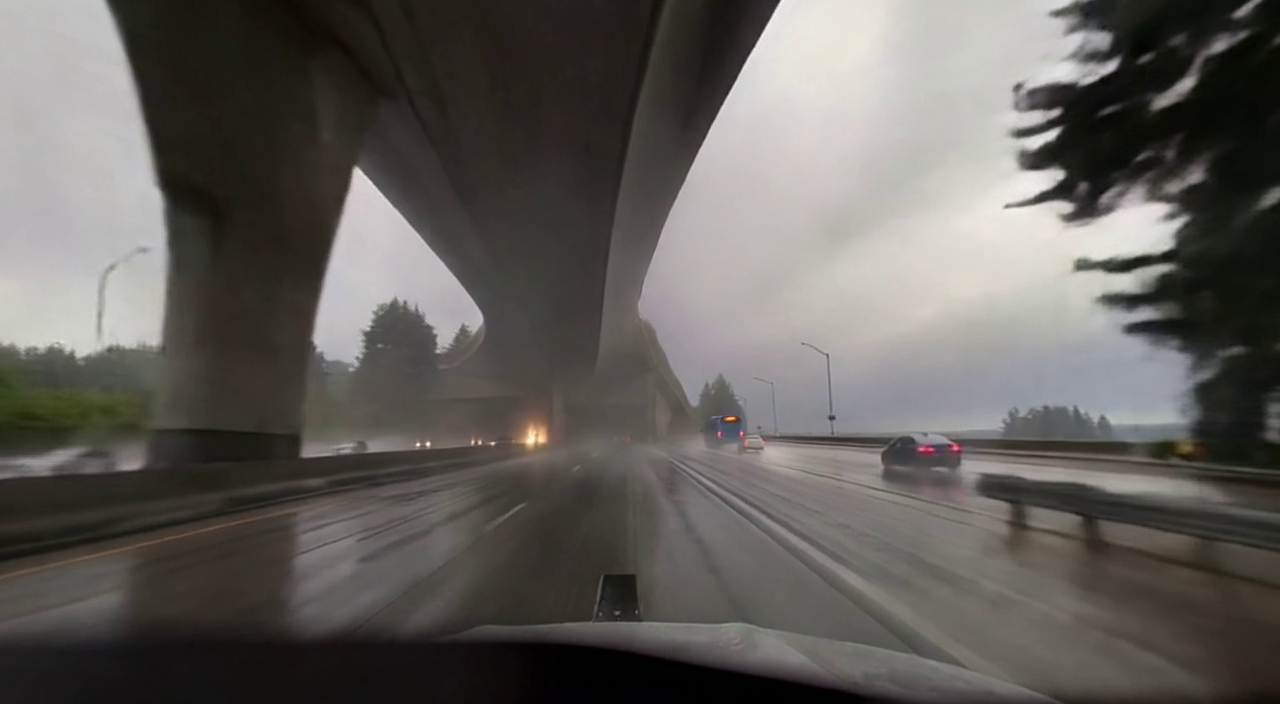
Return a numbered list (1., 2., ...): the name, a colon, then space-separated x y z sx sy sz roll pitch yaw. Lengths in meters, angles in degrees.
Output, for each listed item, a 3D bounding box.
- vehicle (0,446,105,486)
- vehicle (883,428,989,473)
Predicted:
1. vehicle: -24.966 4.735 26.370 1.749 1.450 3.862 0 -8 -3
2. vehicle: 10.464 3.481 22.567 1.880 1.460 3.770 0 -8 -2
